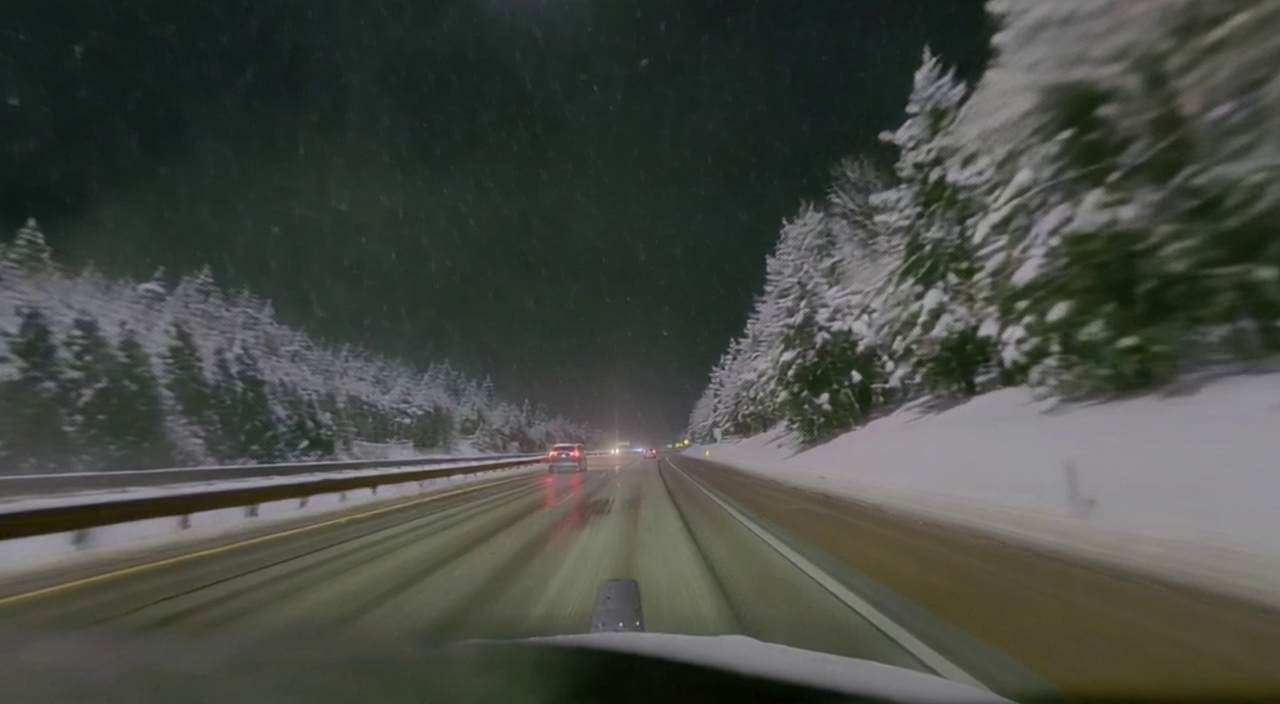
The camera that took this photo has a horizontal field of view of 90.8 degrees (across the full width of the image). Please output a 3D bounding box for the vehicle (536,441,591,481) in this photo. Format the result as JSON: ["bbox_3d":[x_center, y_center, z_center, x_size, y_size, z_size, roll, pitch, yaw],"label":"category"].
[{"bbox_3d":[-3.272,4.765,27.708,1.846,1.600,4.108,0,-9,1],"label":"vehicle"}]
